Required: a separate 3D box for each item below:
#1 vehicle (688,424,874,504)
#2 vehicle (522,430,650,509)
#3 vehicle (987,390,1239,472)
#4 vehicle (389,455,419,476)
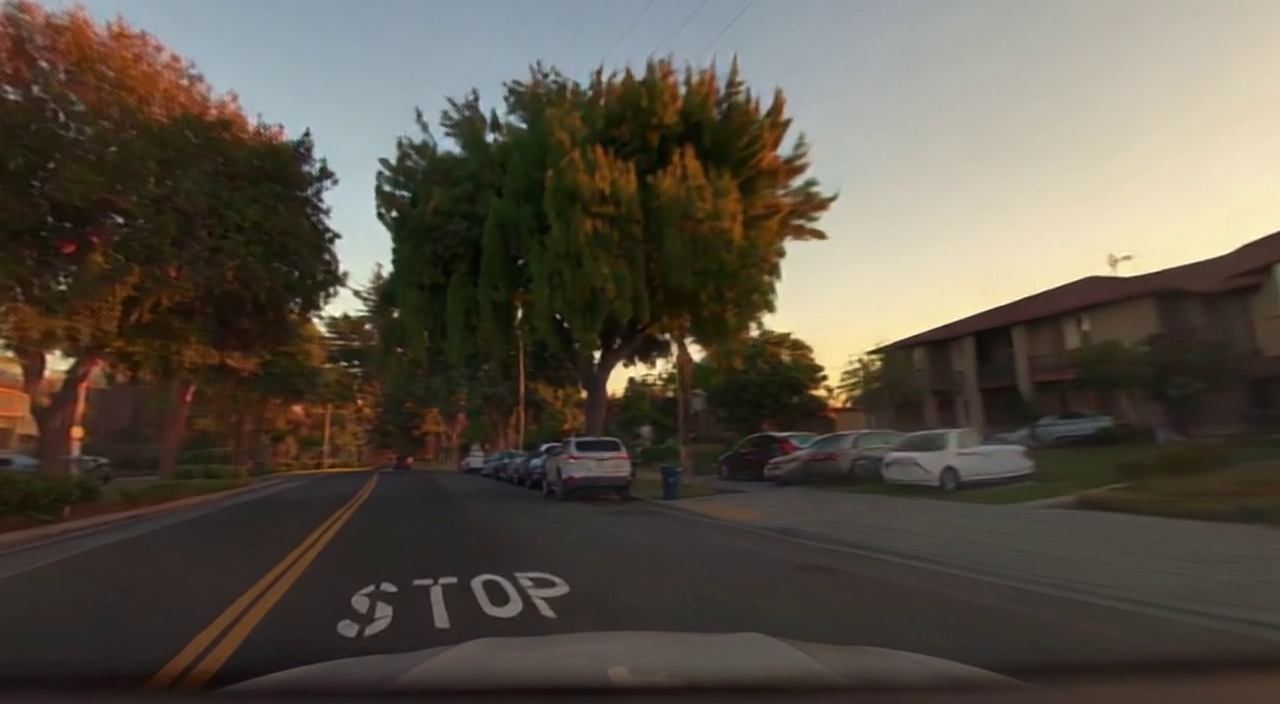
[{"bbox_3d":[3.854,3.153,18.720,2.282,1.893,6.027,1,-7,-23],"label":"vehicle"},{"bbox_3d":[-1.871,3.424,19.048,2.292,1.974,5.853,3,-9,-21],"label":"vehicle"},{"bbox_3d":[21.683,3.845,29.893,2.928,3.230,9.384,2,-9,-18],"label":"vehicle"},{"bbox_3d":[-18.741,8.930,49.731,2.010,1.499,4.107,3,-9,-23],"label":"vehicle"}]
